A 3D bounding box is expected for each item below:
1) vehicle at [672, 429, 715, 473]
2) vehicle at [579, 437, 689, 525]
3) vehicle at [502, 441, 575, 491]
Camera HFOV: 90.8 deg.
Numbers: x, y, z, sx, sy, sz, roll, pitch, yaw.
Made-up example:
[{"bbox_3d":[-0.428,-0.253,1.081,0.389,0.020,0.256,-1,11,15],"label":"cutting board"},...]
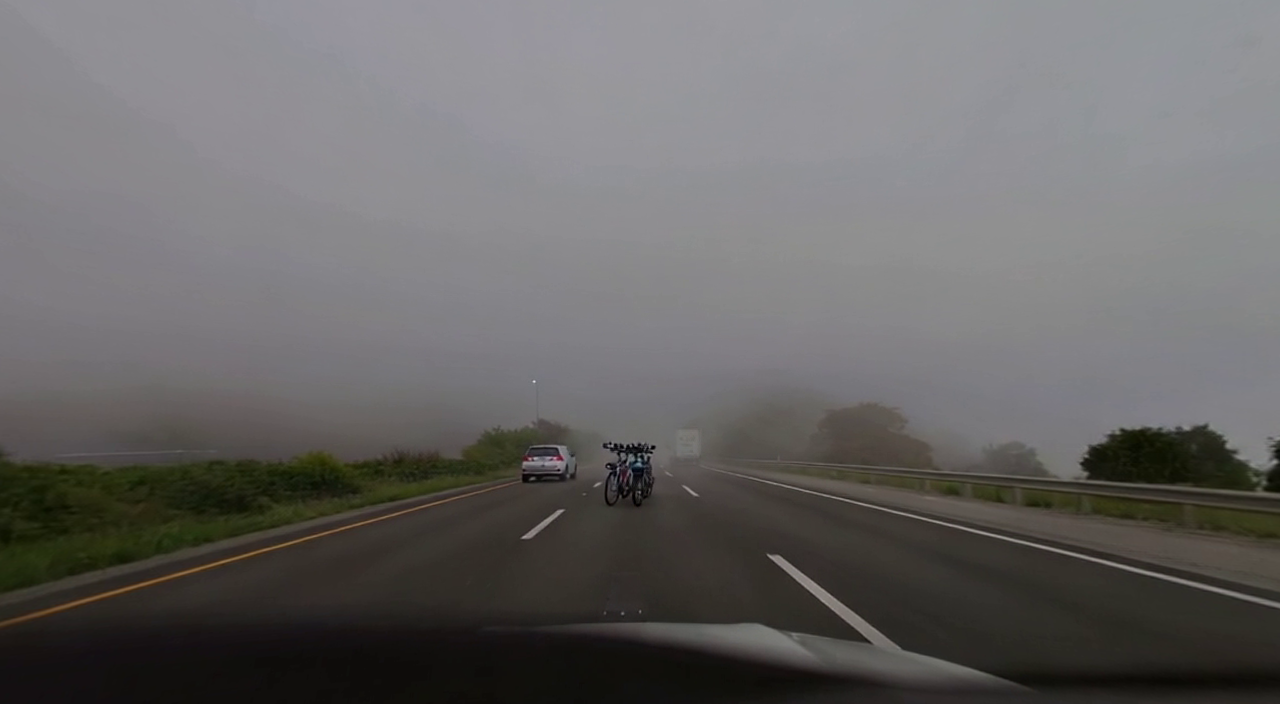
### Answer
[{"bbox_3d":[3.442,6.544,41.637,2.234,2.679,5.372,0,-9,-1],"label":"vehicle"},{"bbox_3d":[-0.093,2.609,13.172,1.973,1.574,3.426,0,-9,1],"label":"vehicle"},{"bbox_3d":[-3.713,4.267,23.934,1.985,1.671,4.604,0,-9,1],"label":"vehicle"}]
